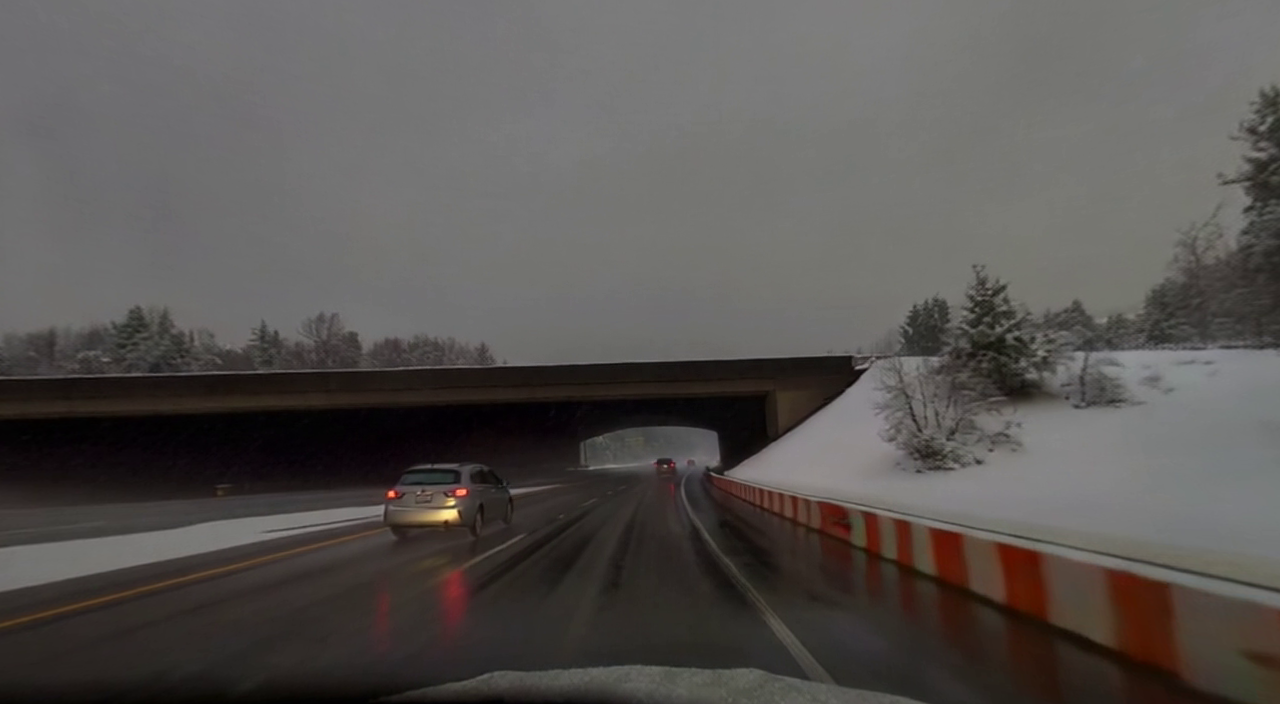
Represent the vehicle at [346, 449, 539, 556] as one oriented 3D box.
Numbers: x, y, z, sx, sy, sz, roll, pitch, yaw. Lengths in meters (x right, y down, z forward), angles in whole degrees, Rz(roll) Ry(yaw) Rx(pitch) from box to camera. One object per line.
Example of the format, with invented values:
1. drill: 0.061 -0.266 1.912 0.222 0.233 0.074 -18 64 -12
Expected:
1. vehicle: -3.126 2.495 10.902 1.992 1.466 3.690 0 -10 2
